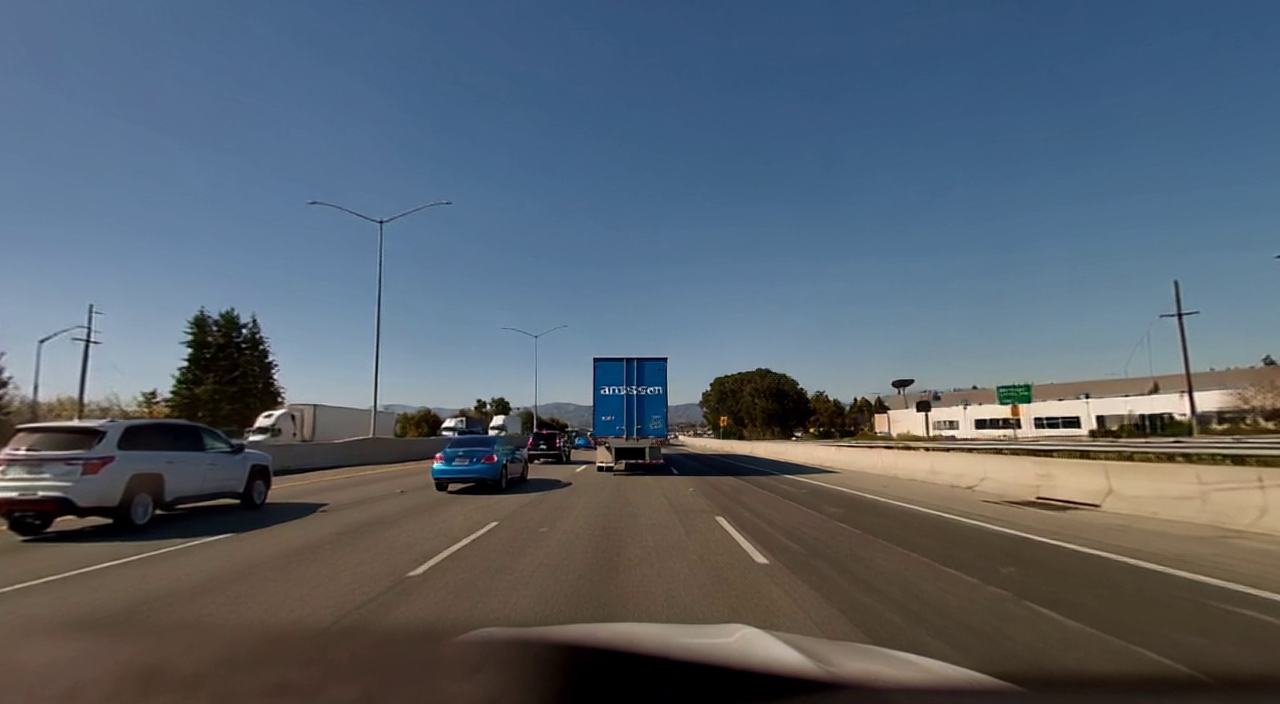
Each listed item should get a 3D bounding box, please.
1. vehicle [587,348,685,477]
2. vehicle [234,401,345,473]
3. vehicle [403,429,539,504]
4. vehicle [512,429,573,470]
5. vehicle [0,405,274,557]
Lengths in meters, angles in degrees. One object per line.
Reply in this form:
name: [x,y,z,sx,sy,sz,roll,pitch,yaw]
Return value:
vehicle: [-0.291,2.693,26.007,3.171,4.204,11.036,0,-8,-2]
vehicle: [-22.175,5.428,40.305,3.113,4.229,6.375,0,-8,2]
vehicle: [-3.806,2.630,15.051,1.964,1.507,4.361,0,-8,1]
vehicle: [-4.059,4.146,26.912,1.946,1.599,4.073,0,-8,0]
vehicle: [-7.772,1.762,9.351,1.998,1.698,4.461,0,-8,-1]
